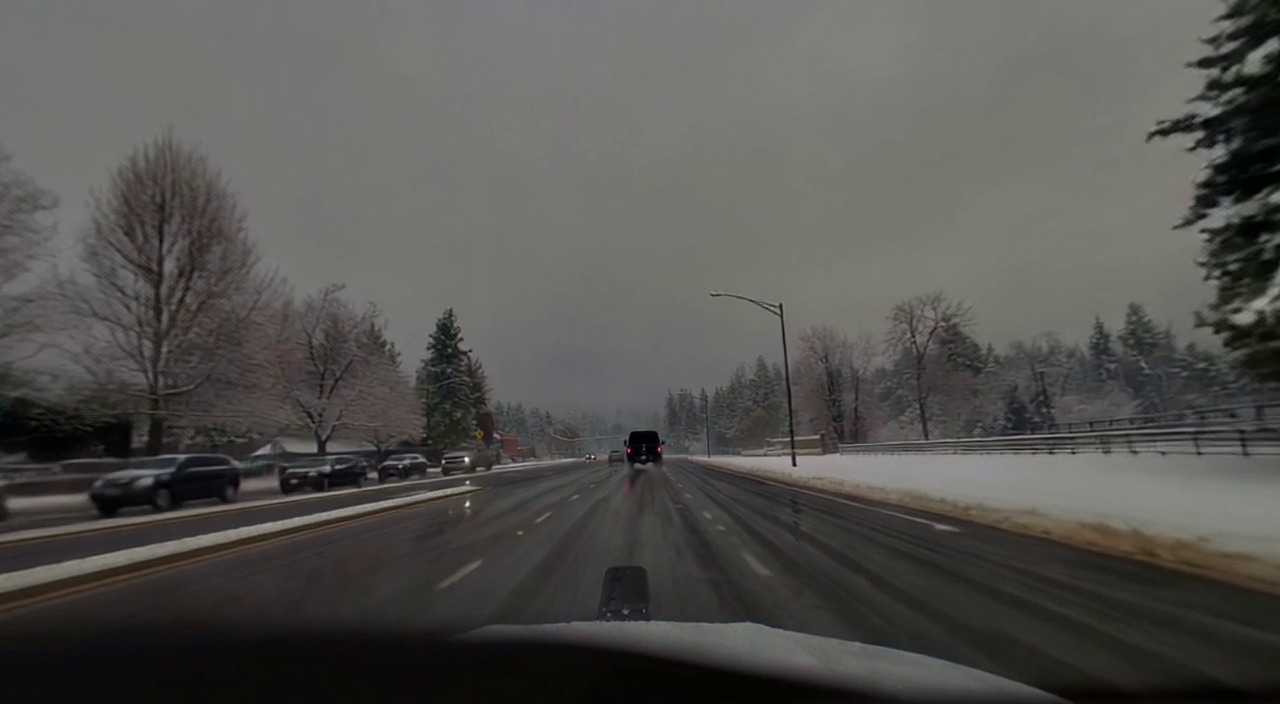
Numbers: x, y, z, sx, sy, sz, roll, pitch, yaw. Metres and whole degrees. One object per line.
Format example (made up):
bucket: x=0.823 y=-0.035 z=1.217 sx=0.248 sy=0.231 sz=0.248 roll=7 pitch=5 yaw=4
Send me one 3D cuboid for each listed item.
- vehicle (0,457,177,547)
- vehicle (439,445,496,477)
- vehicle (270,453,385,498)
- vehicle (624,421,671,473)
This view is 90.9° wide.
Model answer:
vehicle: x=-11.831 y=2.849 z=12.429 sx=1.935 sy=1.467 sz=4.451 roll=-1 pitch=-9 yaw=2
vehicle: x=-11.160 y=7.091 z=41.275 sx=2.155 sy=1.941 sz=4.977 roll=-1 pitch=-9 yaw=2
vehicle: x=-11.645 y=4.608 z=23.916 sx=1.884 sy=1.486 sz=4.566 roll=-1 pitch=-9 yaw=2
vehicle: x=0.430 y=6.574 z=43.660 sx=2.843 sy=3.120 sz=10.422 roll=-1 pitch=-9 yaw=0
